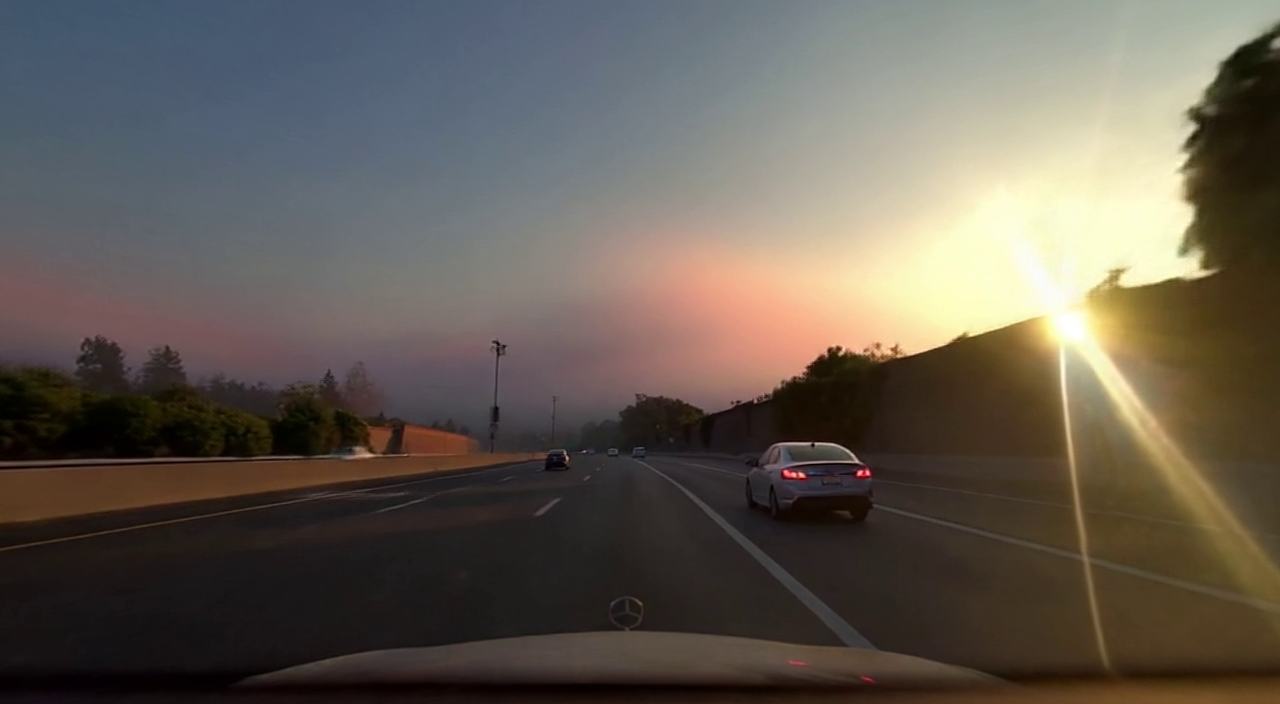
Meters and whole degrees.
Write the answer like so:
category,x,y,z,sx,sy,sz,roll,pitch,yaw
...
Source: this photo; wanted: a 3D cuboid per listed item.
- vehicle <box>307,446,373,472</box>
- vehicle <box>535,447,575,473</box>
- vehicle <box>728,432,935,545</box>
category,x,y,z,sx,sy,sz,roll,pitch,yaw
vehicle,-18.449,6.587,39.054,1.907,1.481,4.498,-1,-8,0
vehicle,-5.201,6.671,39.154,2.014,1.481,4.156,0,-8,-2
vehicle,2.948,2.209,11.022,2.030,1.490,4.737,0,-8,-1
